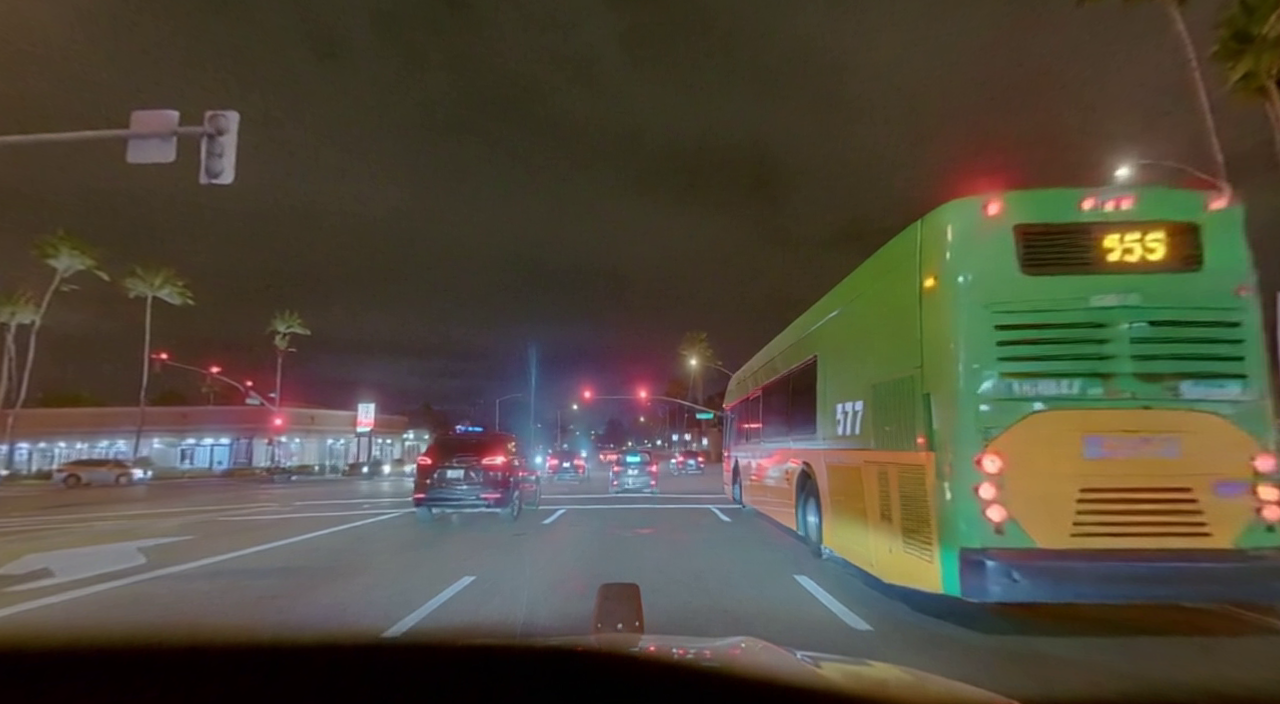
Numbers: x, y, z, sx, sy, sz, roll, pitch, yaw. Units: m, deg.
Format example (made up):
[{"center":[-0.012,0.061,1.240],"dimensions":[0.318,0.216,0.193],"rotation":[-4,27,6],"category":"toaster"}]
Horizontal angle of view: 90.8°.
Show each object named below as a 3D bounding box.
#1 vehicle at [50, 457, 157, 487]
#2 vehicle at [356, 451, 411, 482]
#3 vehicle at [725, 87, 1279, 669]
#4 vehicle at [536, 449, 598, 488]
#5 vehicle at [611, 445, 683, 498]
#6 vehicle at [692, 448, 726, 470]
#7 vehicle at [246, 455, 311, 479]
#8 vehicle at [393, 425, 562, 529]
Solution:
[{"center":[-34.746,7.773,41.060],"dimensions":[4.872,1.622,2.022],"rotation":[-1,-9,-7],"category":"vehicle"},{"center":[-15.325,6.765,37.602],"dimensions":[2.076,1.540,4.577],"rotation":[3,-8,-34],"category":"vehicle"},{"center":[3.908,1.055,11.044],"dimensions":[3.068,4.026,13.534],"rotation":[0,-9,0],"category":"vehicle"},{"center":[-2.865,4.688,25.786],"dimensions":[1.919,1.415,4.178],"rotation":[0,-9,2],"category":"vehicle"},{"center":[0.246,3.726,20.065],"dimensions":[2.060,1.499,3.831],"rotation":[0,-9,2],"category":"vehicle"},{"center":[4.841,7.598,44.969],"dimensions":[1.989,1.467,4.364],"rotation":[0,-9,1],"category":"vehicle"},{"center":[-27.007,8.527,47.182],"dimensions":[4.679,1.679,1.899],"rotation":[-5,-10,27],"category":"vehicle"},{"center":[-3.199,2.594,13.751],"dimensions":[2.145,1.824,4.974],"rotation":[-1,-9,3],"category":"vehicle"}]
